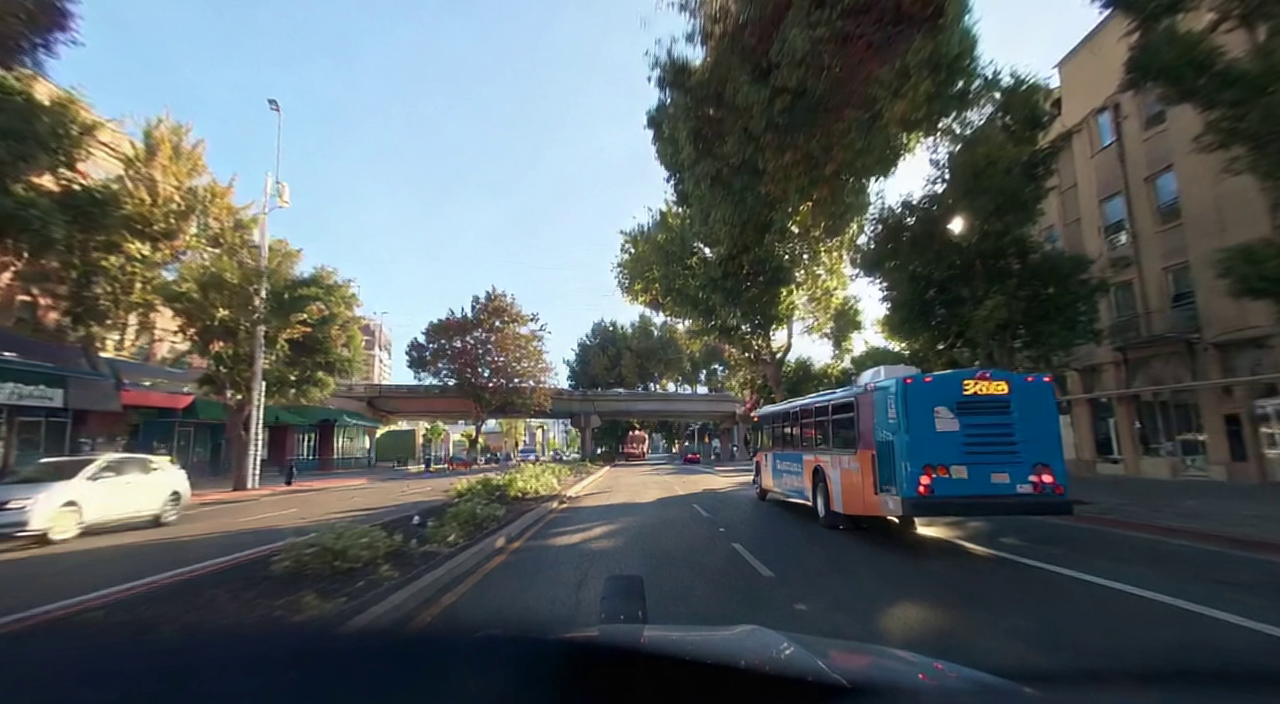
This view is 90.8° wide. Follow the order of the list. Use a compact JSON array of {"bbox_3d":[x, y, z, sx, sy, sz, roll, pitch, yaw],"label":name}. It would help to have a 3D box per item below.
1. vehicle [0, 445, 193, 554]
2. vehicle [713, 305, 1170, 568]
[{"bbox_3d":[-10.651,2.589,11.784,1.869,1.655,4.024,0,-9,-5],"label":"vehicle"},{"bbox_3d":[4.428,2.017,14.557,3.043,3.162,13.806,0,-9,-4],"label":"vehicle"}]
